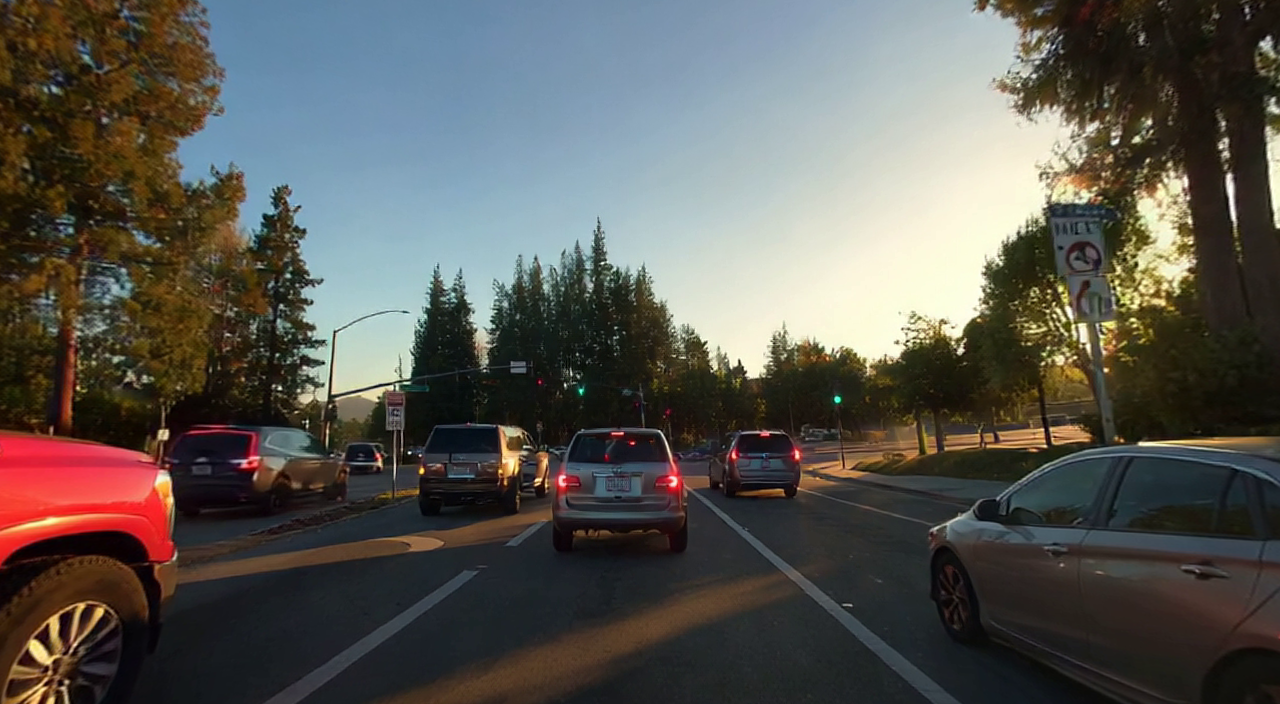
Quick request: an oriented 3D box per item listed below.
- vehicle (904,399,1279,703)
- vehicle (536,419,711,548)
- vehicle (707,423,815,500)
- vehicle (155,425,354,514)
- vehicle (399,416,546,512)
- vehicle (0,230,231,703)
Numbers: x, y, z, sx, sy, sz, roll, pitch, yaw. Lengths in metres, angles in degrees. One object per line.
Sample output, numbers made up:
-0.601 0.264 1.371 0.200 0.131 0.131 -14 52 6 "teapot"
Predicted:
3.018 0.968 2.525 1.874 1.477 4.698 0 -8 0 "vehicle"
-0.222 1.939 9.874 2.194 1.607 3.690 0 -8 0 "vehicle"
3.170 2.992 17.614 2.102 1.841 4.587 0 -8 0 "vehicle"
-8.390 2.574 14.375 2.122 1.653 4.807 1 -9 -9 "vehicle"
-3.632 2.525 14.666 2.089 1.857 4.488 0 -8 1 "vehicle"
-3.475 0.349 0.301 2.656 2.021 5.800 0 -8 0 "vehicle"
